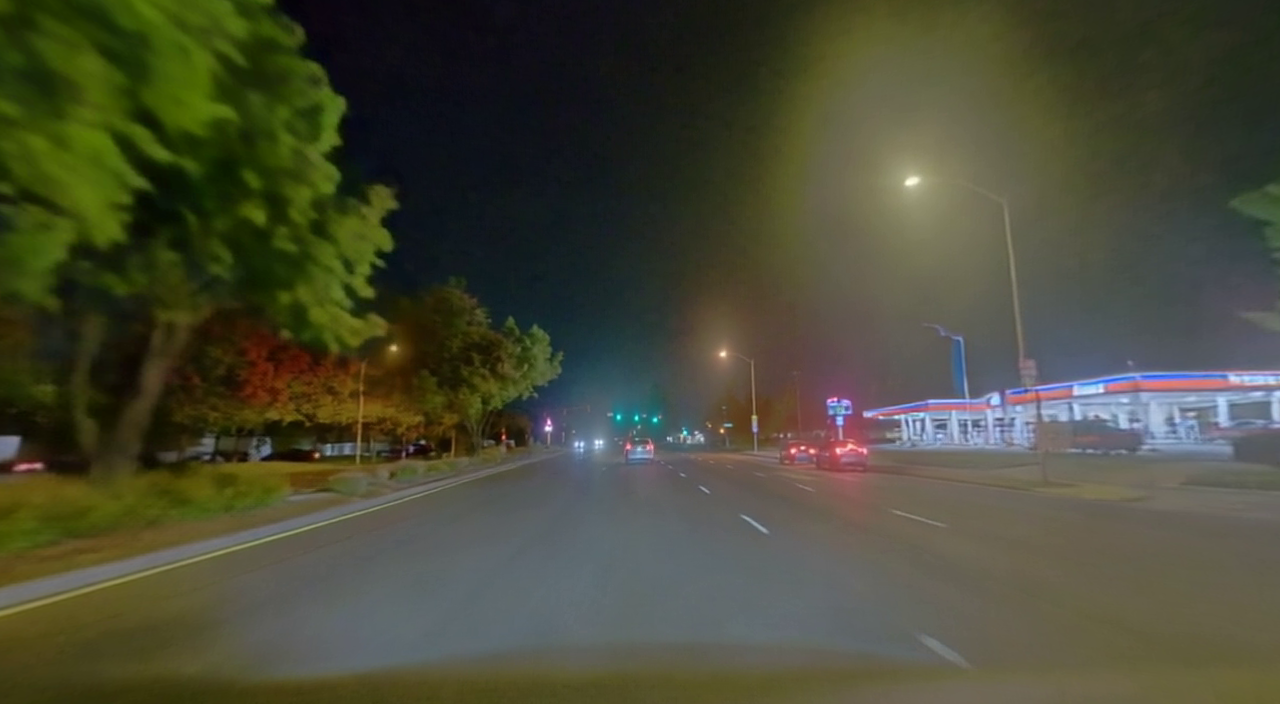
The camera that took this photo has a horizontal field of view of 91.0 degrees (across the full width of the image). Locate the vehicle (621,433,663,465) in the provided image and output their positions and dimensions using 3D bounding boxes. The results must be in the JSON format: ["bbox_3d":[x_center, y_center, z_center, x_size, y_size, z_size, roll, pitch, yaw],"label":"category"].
[{"bbox_3d":[0.091,5.524,35.864,2.213,1.715,4.242,0,-8,0],"label":"vehicle"}]
